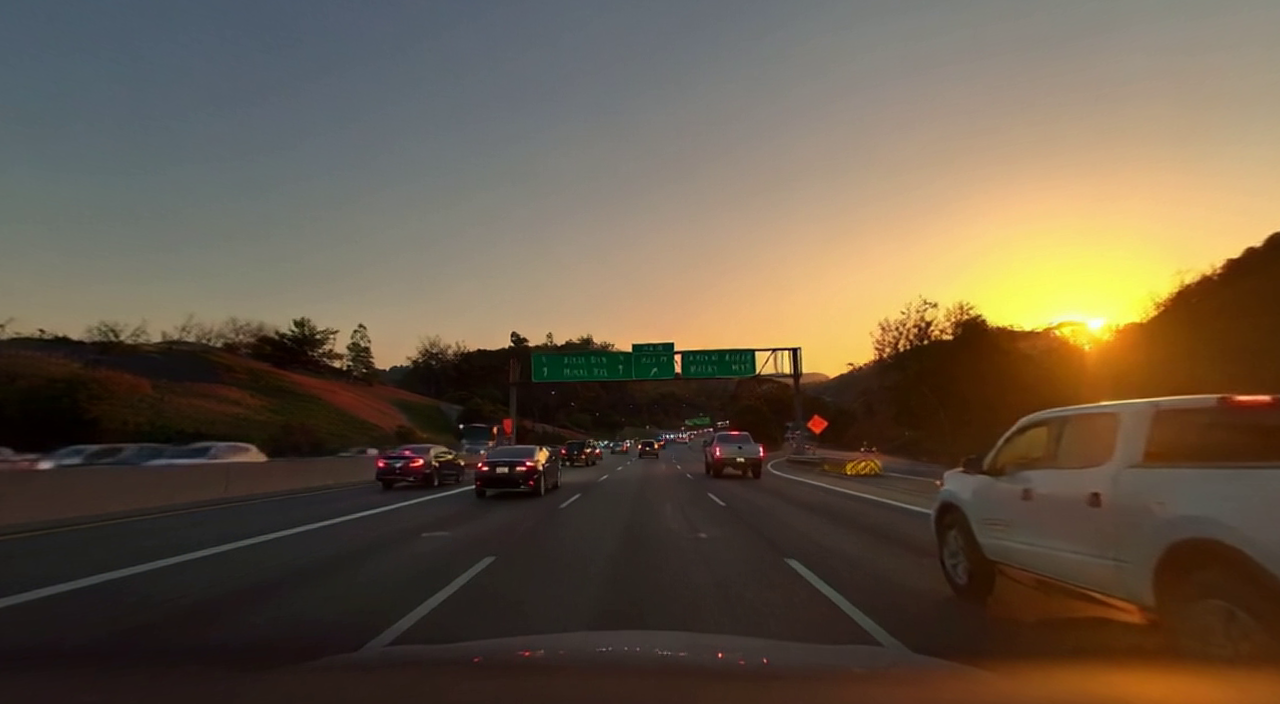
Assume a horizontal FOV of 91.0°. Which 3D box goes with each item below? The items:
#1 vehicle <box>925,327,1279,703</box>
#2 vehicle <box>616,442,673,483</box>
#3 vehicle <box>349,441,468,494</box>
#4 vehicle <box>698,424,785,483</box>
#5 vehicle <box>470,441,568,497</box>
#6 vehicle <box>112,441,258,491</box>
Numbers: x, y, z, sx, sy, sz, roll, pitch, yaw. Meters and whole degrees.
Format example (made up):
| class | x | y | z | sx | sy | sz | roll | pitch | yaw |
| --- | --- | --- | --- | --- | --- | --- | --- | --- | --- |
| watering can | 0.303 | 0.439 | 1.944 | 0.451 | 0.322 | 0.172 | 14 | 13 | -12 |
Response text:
| class | x | y | z | sx | sy | sz | roll | pitch | yaw |
| --- | --- | --- | --- | --- | --- | --- | --- | --- | --- |
| vehicle | 3.648 | 0.952 | 3.595 | 2.045 | 1.768 | 4.249 | 0 | -9 | 0 |
| vehicle | 0.219 | 4.372 | 25.162 | 2.071 | 1.478 | 4.130 | 0 | -9 | 1 |
| vehicle | -7.381 | 3.716 | 20.628 | 2.065 | 1.519 | 4.491 | 0 | -9 | 2 |
| vehicle | 4.082 | 4.286 | 26.734 | 2.802 | 2.151 | 6.579 | 0 | -9 | 2 |
| vehicle | -3.520 | 3.507 | 19.223 | 1.996 | 1.488 | 4.451 | 0 | -9 | 2 |
| vehicle | -15.795 | 3.957 | 22.183 | 1.880 | 1.565 | 4.171 | 0 | -9 | 2 |
